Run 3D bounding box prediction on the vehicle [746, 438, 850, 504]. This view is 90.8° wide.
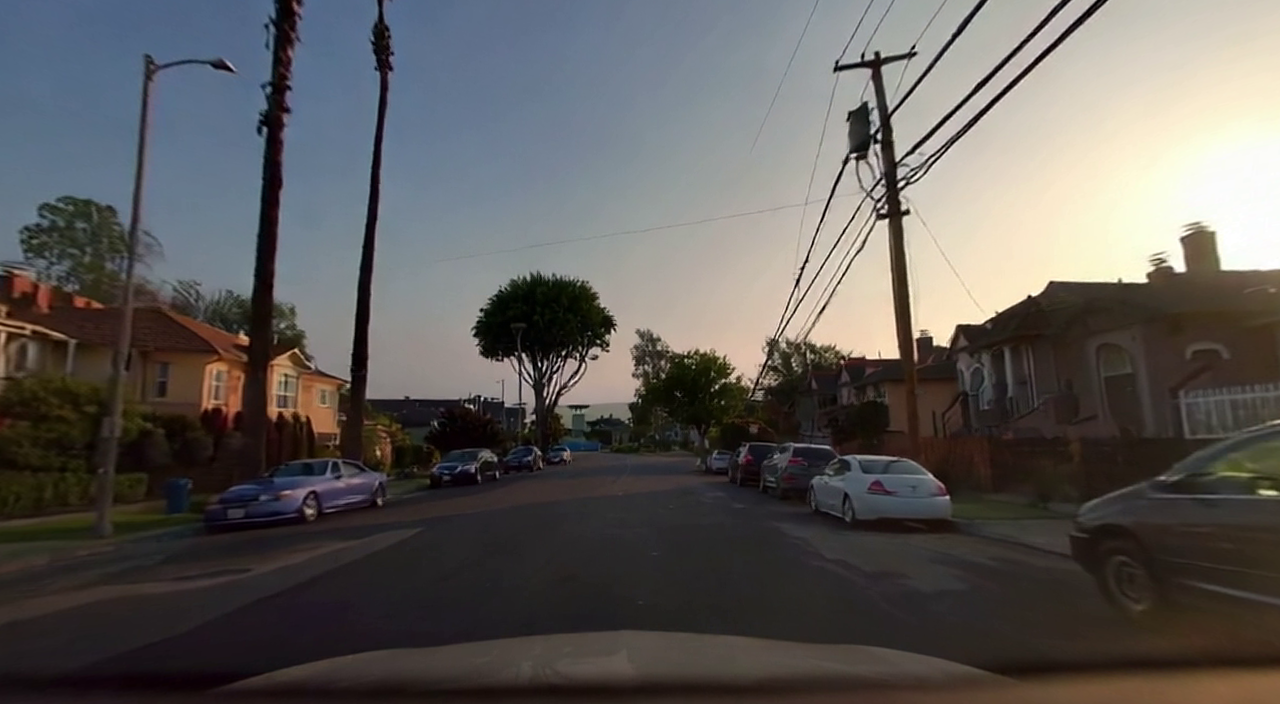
[{"bbox_3d":[4.631,3.541,19.244,1.874,1.742,4.234,0,-8,-3],"label":"vehicle"}]

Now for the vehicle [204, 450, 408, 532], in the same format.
[{"bbox_3d":[-7.176,2.989,14.289,2.013,1.483,4.645,0,-8,1],"label":"vehicle"}]

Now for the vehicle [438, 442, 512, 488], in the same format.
[{"bbox_3d":[-7.493,5.133,29.237,2.077,1.888,4.551,-2,-8,2],"label":"vehicle"}]

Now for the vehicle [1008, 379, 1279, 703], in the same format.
[{"bbox_3d":[4.711,1.086,3.660,2.115,1.826,4.871,0,-9,-1],"label":"vehicle"}]

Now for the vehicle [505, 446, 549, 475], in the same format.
[{"bbox_3d":[-7.232,6.980,40.906,2.085,1.770,4.429,0,-8,-1],"label":"vehicle"}]

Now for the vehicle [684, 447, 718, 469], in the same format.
[{"bbox_3d":[4.459,7.812,46.735,1.988,1.560,4.249,0,-8,0],"label":"vehicle"}]

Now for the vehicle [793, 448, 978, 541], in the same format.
[{"bbox_3d":[4.702,2.746,12.915,1.795,1.424,4.327,-3,-8,-3],"label":"vehicle"}]
